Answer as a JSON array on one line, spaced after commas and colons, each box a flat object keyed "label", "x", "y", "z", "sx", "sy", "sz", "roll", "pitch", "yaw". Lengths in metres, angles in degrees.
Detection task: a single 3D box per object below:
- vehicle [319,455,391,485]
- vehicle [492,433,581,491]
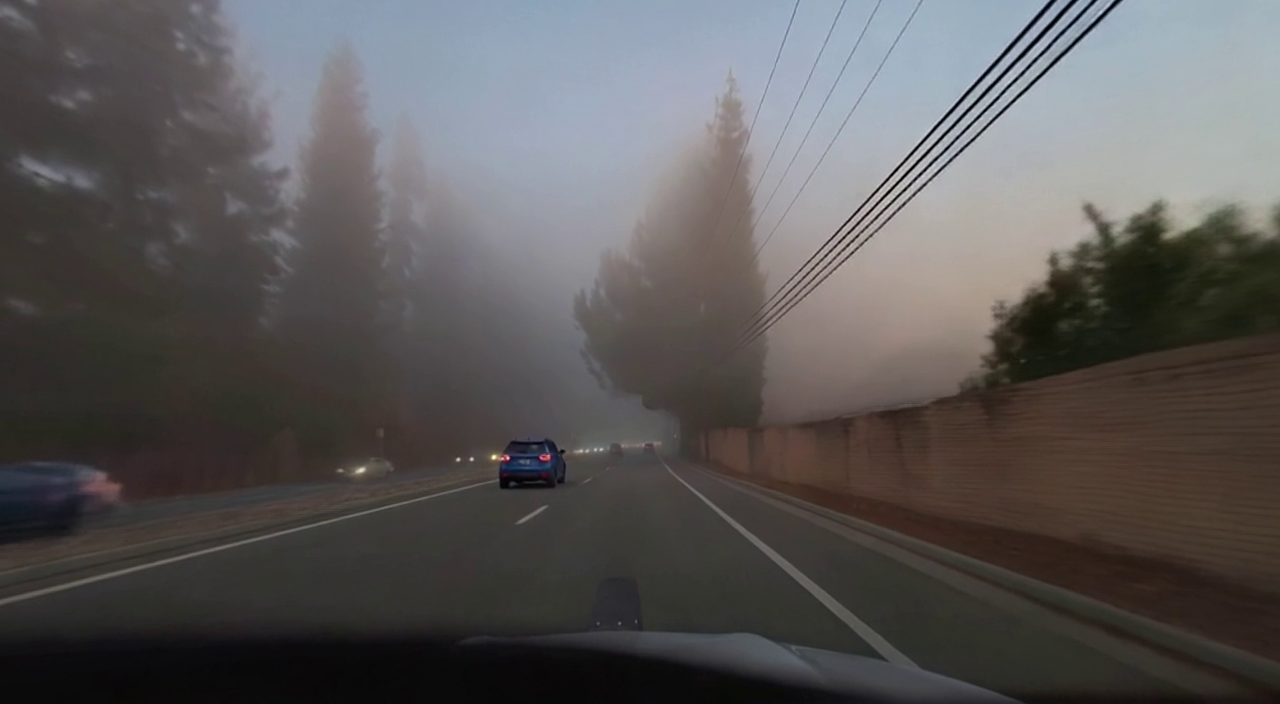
[{"label": "vehicle", "x": -15.732, "y": 6.513, "z": 34.984, "sx": 1.921, "sy": 1.467, "sz": 4.297, "roll": 0, "pitch": -8, "yaw": 1}, {"label": "vehicle", "x": -3.320, "y": 3.635, "z": 21.149, "sx": 2.147, "sy": 1.730, "sz": 4.555, "roll": 0, "pitch": -8, "yaw": 1}]
